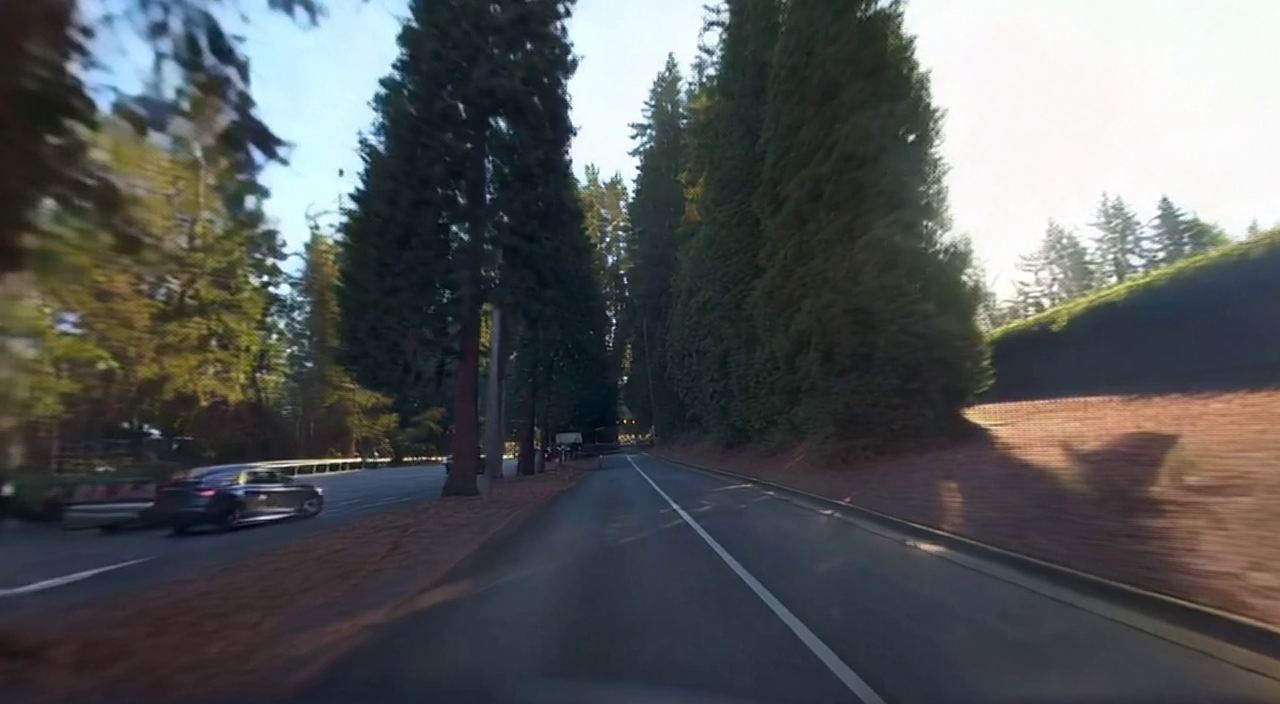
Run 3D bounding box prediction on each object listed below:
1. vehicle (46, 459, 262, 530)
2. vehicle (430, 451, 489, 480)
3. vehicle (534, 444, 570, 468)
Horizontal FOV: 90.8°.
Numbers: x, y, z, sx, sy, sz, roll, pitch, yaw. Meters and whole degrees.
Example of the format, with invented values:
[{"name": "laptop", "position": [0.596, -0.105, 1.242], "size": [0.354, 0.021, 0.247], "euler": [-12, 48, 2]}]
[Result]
[{"name": "vehicle", "position": [-12.413, 3.625, 16.631], "size": [1.781, 1.476, 4.513], "euler": [-1, -8, 6]}, {"name": "vehicle", "position": [-10.505, 6.629, 37.179], "size": [1.886, 1.535, 4.742], "euler": [-1, -8, 3]}, {"name": "vehicle", "position": [-6.646, 7.927, 48.303], "size": [2.049, 1.699, 4.860], "euler": [0, -8, 1]}]
